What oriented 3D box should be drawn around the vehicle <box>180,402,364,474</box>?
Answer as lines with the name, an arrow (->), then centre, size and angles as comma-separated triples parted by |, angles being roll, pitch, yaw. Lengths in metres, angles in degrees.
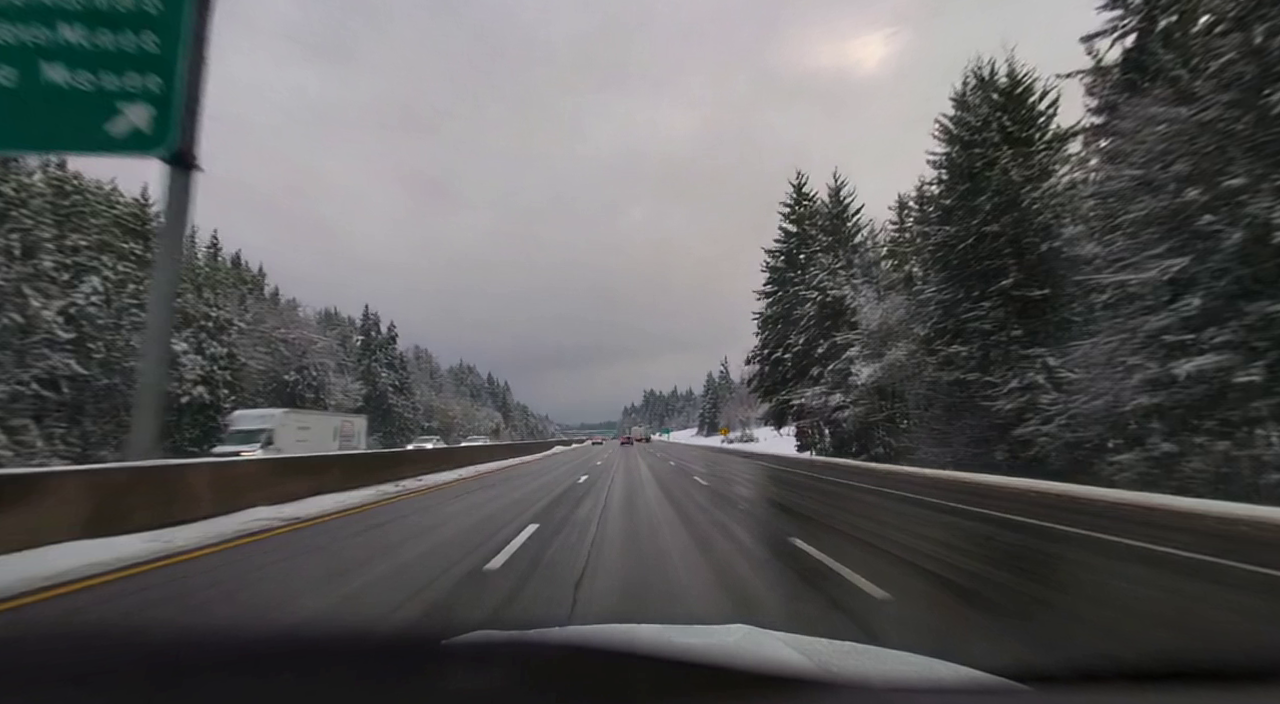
vehicle -> -20.803, 5.085, 37.363 | 2.943, 3.449, 13.459 | 0, -8, -1

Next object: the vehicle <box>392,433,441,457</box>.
vehicle -> -17.244, 7.180, 48.857 | 2.071, 1.799, 4.655 | 0, -8, 0
